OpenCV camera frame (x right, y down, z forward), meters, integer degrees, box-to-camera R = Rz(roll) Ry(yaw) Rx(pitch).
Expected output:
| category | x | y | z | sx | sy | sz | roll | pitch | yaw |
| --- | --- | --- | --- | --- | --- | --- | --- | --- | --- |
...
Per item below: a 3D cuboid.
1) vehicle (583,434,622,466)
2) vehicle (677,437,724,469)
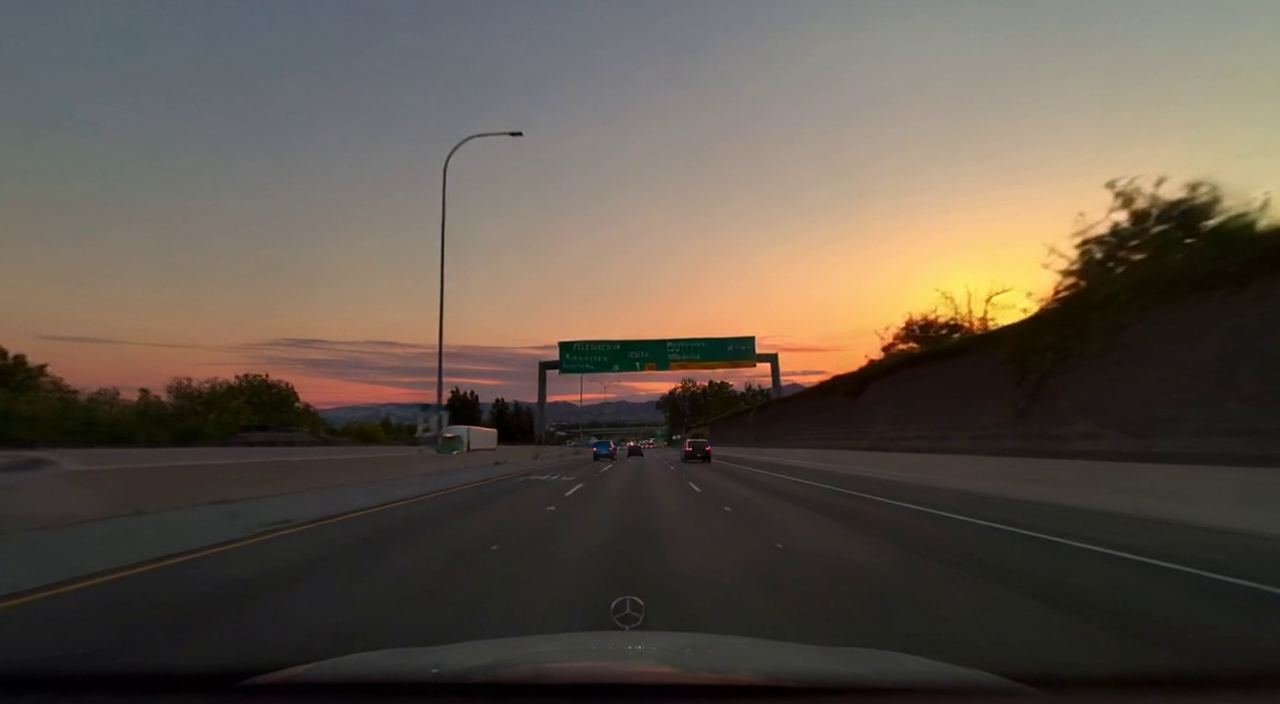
| category | x | y | z | sx | sy | sz | roll | pitch | yaw |
| --- | --- | --- | --- | --- | --- | --- | --- | --- | --- |
| vehicle | -2.574 | 6.826 | 43.876 | 2.291 | 2.052 | 4.887 | 0 | -9 | 2 |
| vehicle | 3.295 | 5.612 | 34.986 | 2.202 | 1.682 | 4.188 | 0 | -8 | 0 |
